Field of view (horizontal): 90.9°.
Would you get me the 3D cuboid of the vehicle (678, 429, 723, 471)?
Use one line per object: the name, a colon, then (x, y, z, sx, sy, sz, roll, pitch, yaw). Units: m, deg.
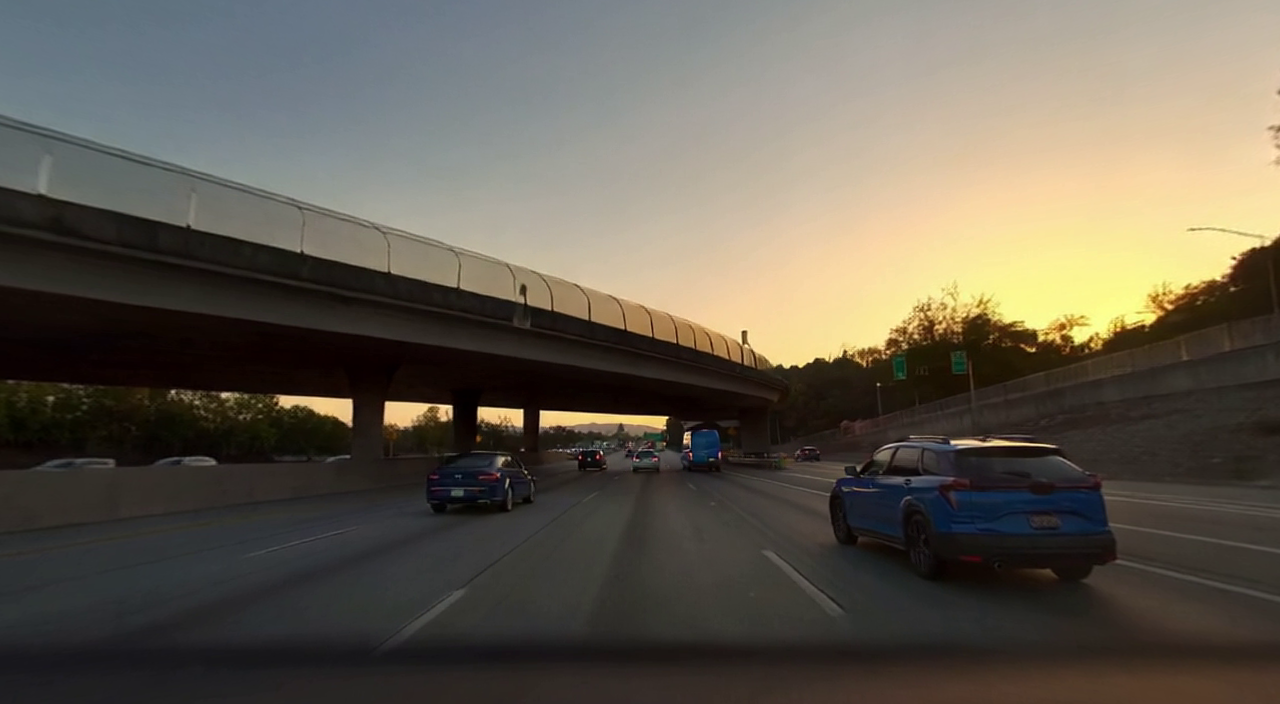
vehicle: (4.172, 6.934, 44.688, 2.436, 2.745, 6.607, 0, -8, -1)

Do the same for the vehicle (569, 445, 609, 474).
vehicle: (-3.203, 6.822, 40.226, 2.078, 1.706, 4.298, -1, -8, 2)

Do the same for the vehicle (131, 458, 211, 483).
vehicle: (-30.005, 7.552, 40.525, 1.718, 1.422, 4.457, 0, -9, 0)

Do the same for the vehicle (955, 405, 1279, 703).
vehicle: (4.123, 1.155, 3.816, 2.085, 1.558, 4.466, 0, -8, -1)

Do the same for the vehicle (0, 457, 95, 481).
vehicle: (-40.530, 7.979, 43.292, 1.864, 1.505, 4.863, 0, -9, 0)

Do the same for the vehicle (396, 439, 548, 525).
vehicle: (-3.407, 2.711, 13.701, 2.137, 1.562, 3.926, 0, -8, 2)

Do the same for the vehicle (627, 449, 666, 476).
vehicle: (0.361, 6.536, 37.653, 2.174, 1.467, 4.005, 0, -8, 0)
